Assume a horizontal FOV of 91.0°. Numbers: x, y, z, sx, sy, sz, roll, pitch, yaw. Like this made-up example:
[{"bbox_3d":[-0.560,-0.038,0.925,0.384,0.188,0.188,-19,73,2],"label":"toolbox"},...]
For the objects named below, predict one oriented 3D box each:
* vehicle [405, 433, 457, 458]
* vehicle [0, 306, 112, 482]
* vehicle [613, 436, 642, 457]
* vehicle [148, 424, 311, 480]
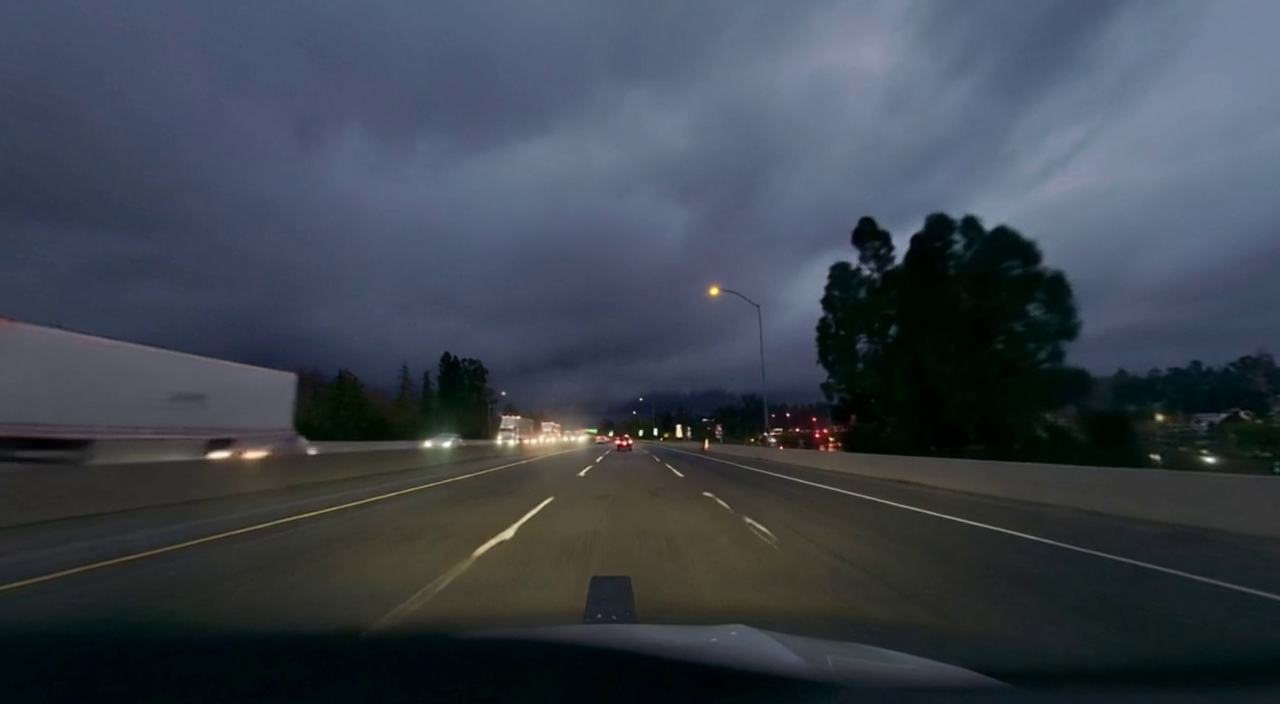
[{"bbox_3d":[-13.161,5.913,39.941,1.861,1.472,4.466,0,-8,-1],"label":"vehicle"},{"bbox_3d":[-16.730,0.981,14.753,3.058,4.142,6.328,0,-8,-1],"label":"vehicle"},{"bbox_3d":[-0.982,7.255,48.339,2.099,1.504,3.843,0,-8,-2],"label":"vehicle"},{"bbox_3d":[-12.089,2.973,18.979,1.926,1.472,4.509,0,-8,-1],"label":"vehicle"}]
